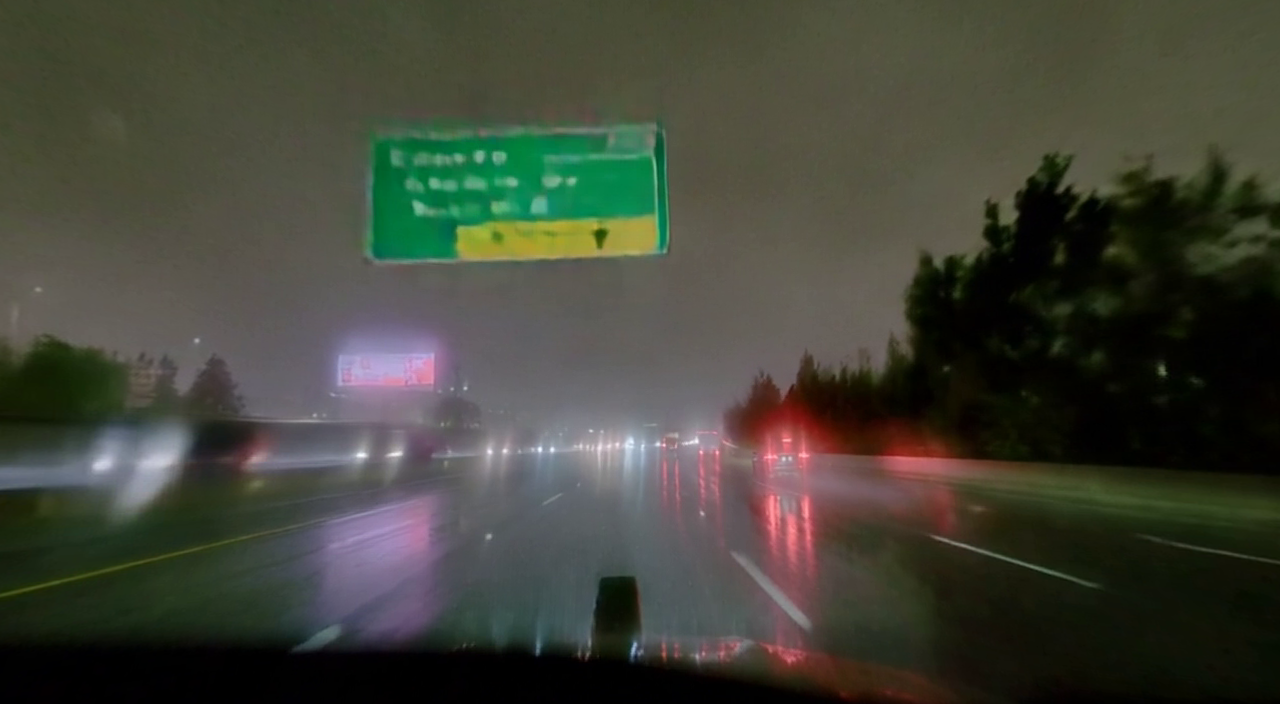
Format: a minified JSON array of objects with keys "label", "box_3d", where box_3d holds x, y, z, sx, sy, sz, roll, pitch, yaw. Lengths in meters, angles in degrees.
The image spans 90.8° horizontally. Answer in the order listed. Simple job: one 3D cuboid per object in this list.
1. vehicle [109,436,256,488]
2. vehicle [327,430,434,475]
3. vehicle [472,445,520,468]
[{"label":"vehicle","box_3d":[-15.664,3.776,21.985,1.867,1.588,4.237,0,-8,1]},{"label":"vehicle","box_3d":[-12.286,4.844,30.530,2.513,1.935,5.871,-1,-8,2]},{"label":"vehicle","box_3d":[-10.026,7.304,44.470,1.958,1.477,4.713,-1,-8,4]}]
